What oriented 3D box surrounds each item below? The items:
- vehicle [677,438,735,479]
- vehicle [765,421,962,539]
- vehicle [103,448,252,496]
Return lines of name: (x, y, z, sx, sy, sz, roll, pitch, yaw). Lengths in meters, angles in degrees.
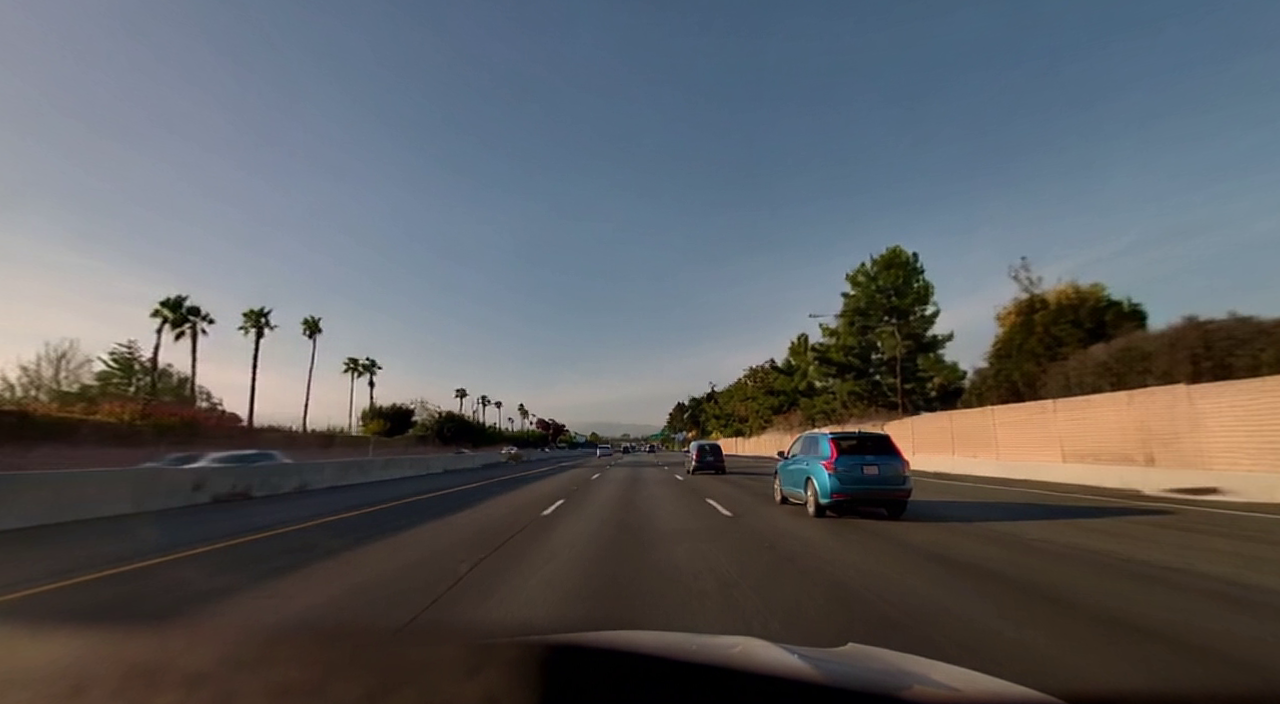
vehicle: (2.929, 4.829, 28.903, 2.045, 1.688, 4.313, 0, -9, -2)
vehicle: (3.651, 2.164, 11.315, 1.910, 1.696, 4.187, 0, -8, -1)
vehicle: (-15.841, 4.098, 22.036, 1.838, 1.488, 4.436, 0, -9, 0)
